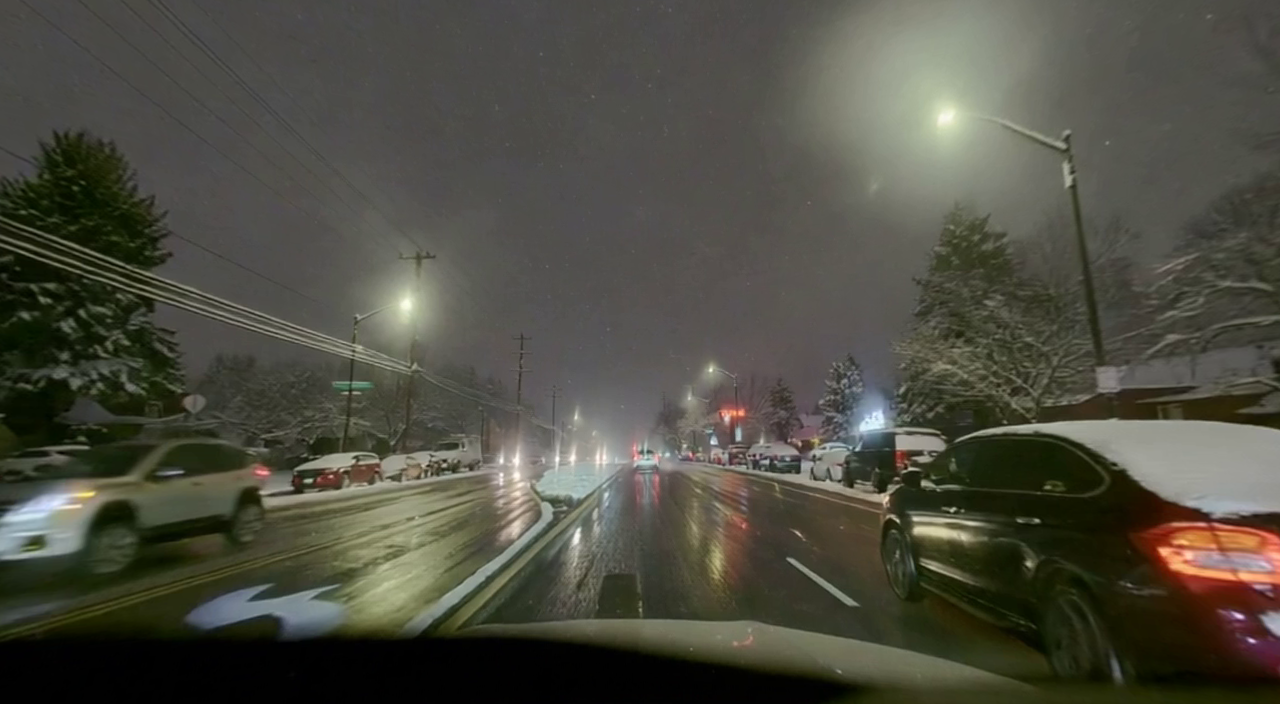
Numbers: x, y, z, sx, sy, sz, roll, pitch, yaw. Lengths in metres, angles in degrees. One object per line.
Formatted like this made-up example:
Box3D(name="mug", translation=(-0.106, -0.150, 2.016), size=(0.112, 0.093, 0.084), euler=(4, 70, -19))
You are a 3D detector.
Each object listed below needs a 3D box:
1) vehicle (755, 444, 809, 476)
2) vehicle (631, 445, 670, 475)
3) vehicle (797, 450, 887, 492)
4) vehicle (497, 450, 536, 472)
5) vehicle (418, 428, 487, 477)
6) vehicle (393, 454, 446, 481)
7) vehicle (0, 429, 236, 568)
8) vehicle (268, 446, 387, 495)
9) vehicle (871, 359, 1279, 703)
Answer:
Box3D(name="vehicle", translation=(8.060, 6.147, 36.297), size=(2.003, 1.723, 4.654), euler=(0, -8, 0))
Box3D(name="vehicle", translation=(0.558, 6.056, 35.651), size=(2.067, 1.547, 4.513), euler=(0, -8, 0))
Box3D(name="vehicle", translation=(7.673, 4.532, 24.501), size=(1.874, 1.437, 4.593), euler=(0, -8, -1))
Box3D(name="vehicle", translation=(-9.532, 8.461, 49.261), size=(2.060, 1.507, 4.532), euler=(-1, -8, 1))
Box3D(name="vehicle", translation=(-14.048, 7.575, 47.986), size=(2.865, 3.346, 7.163), euler=(-1, -8, 1))
Box3D(name="vehicle", translation=(-14.023, 7.357, 40.517), size=(1.806, 1.463, 4.714), euler=(-2, -8, -1))
Box3D(name="vehicle", translation=(-9.460, 2.200, 10.155), size=(2.217, 1.803, 5.532), euler=(0, -8, 1))
Box3D(name="vehicle", translation=(-14.092, 5.340, 29.050), size=(2.367, 1.849, 5.874), euler=(-2, -8, 2))
Box3D(name="vehicle", translation=(3.230, 1.082, 3.741), size=(2.070, 1.633, 4.461), euler=(0, -8, 1))
